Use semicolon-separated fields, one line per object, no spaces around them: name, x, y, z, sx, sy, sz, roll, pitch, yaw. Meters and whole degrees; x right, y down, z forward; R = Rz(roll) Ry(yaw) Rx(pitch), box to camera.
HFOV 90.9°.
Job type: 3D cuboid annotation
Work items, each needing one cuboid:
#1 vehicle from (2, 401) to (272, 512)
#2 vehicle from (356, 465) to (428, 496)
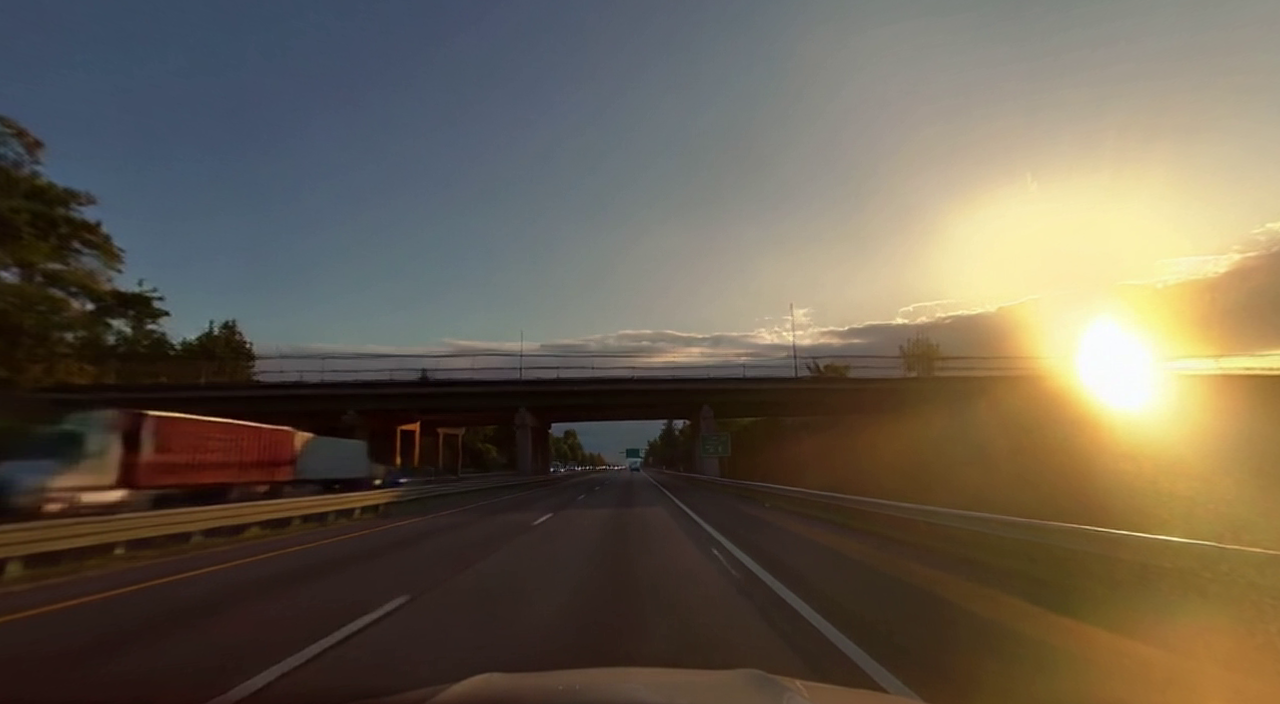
vehicle;-16.685;3.677;21.944;2.913;3.149;7.507;1;-10;1
vehicle;-12.370;6.419;31.730;1.957;1.404;3.956;1;-10;1
